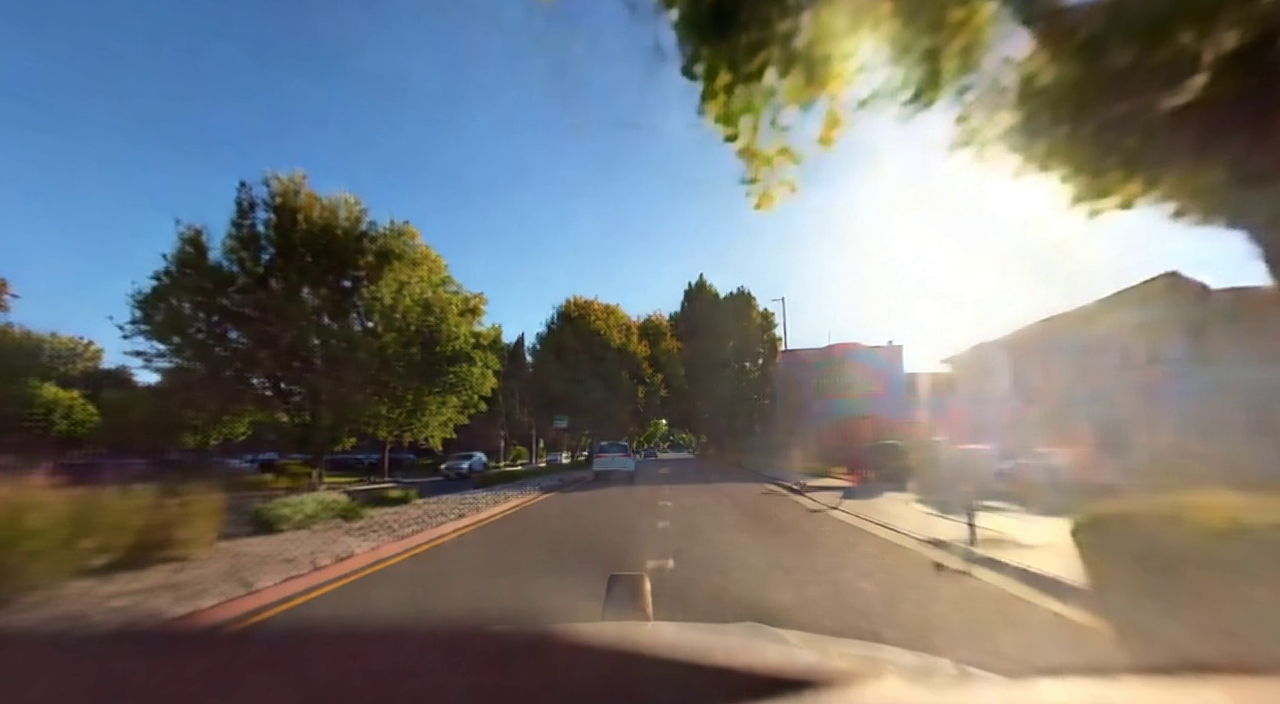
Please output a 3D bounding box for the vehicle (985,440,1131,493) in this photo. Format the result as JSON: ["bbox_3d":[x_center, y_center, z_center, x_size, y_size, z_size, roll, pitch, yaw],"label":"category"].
[{"bbox_3d":[13.054,3.582,20.076,1.852,1.457,4.351,0,-8,3],"label":"vehicle"}]

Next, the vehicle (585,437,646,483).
[{"bbox_3d":[-0.892,4.387,25.884,2.129,1.713,4.314,0,-8,3],"label":"vehicle"}]

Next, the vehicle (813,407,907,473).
[{"bbox_3d":[14.353,5.907,42.302,2.794,3.710,10.785,-3,-8,3],"label":"vehicle"}]

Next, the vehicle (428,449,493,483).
[{"bbox_3d":[-10.015,6.371,35.610,1.997,1.775,4.585,-1,-8,4],"label":"vehicle"}]

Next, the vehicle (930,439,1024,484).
[{"bbox_3d":[13.482,4.364,25.485,1.686,1.467,3.955,-5,-7,3],"label":"vehicle"}]

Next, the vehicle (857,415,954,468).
[{"bbox_3d":[13.565,4.661,32.892,2.507,2.441,6.959,-1,-8,5],"label":"vehicle"}]
